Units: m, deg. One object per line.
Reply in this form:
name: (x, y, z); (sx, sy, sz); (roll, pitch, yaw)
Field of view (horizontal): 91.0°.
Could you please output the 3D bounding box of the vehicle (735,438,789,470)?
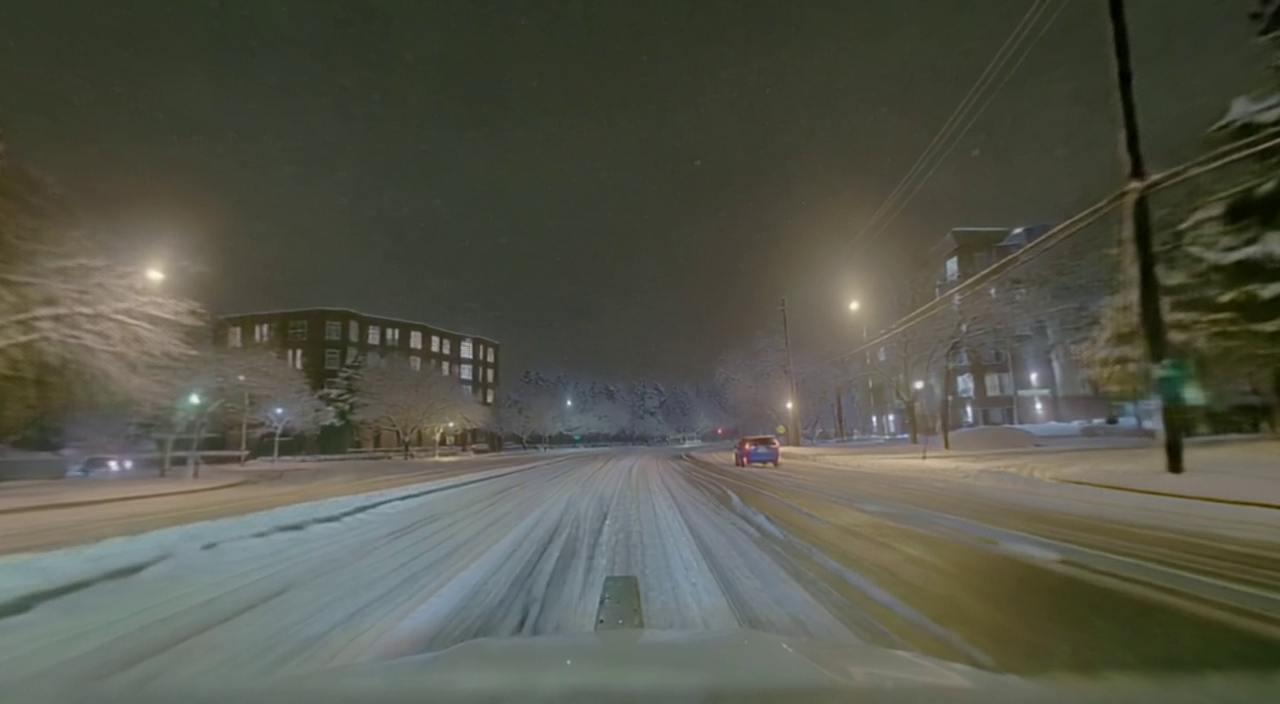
vehicle: (6.020, 5.060, 31.390); (1.908, 1.476, 3.880); (0, -9, 0)
